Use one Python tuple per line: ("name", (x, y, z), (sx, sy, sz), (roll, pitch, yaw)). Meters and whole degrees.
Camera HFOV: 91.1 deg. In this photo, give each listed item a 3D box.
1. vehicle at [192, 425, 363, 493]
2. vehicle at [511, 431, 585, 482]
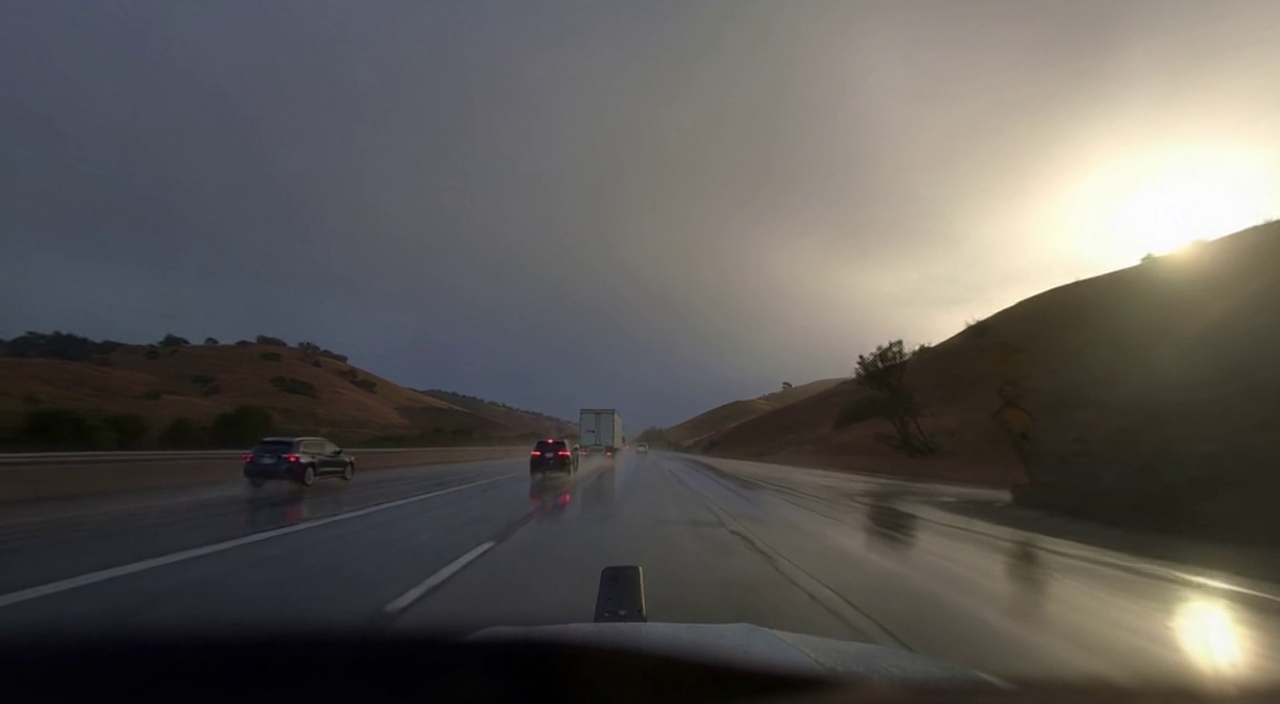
("vehicle", (-11.114, 3.323, 19.922), (2.130, 1.828, 5.523), (0, -8, 0))
("vehicle", (-3.413, 3.985, 24.187), (2.099, 1.734, 4.413), (0, -8, 1))
